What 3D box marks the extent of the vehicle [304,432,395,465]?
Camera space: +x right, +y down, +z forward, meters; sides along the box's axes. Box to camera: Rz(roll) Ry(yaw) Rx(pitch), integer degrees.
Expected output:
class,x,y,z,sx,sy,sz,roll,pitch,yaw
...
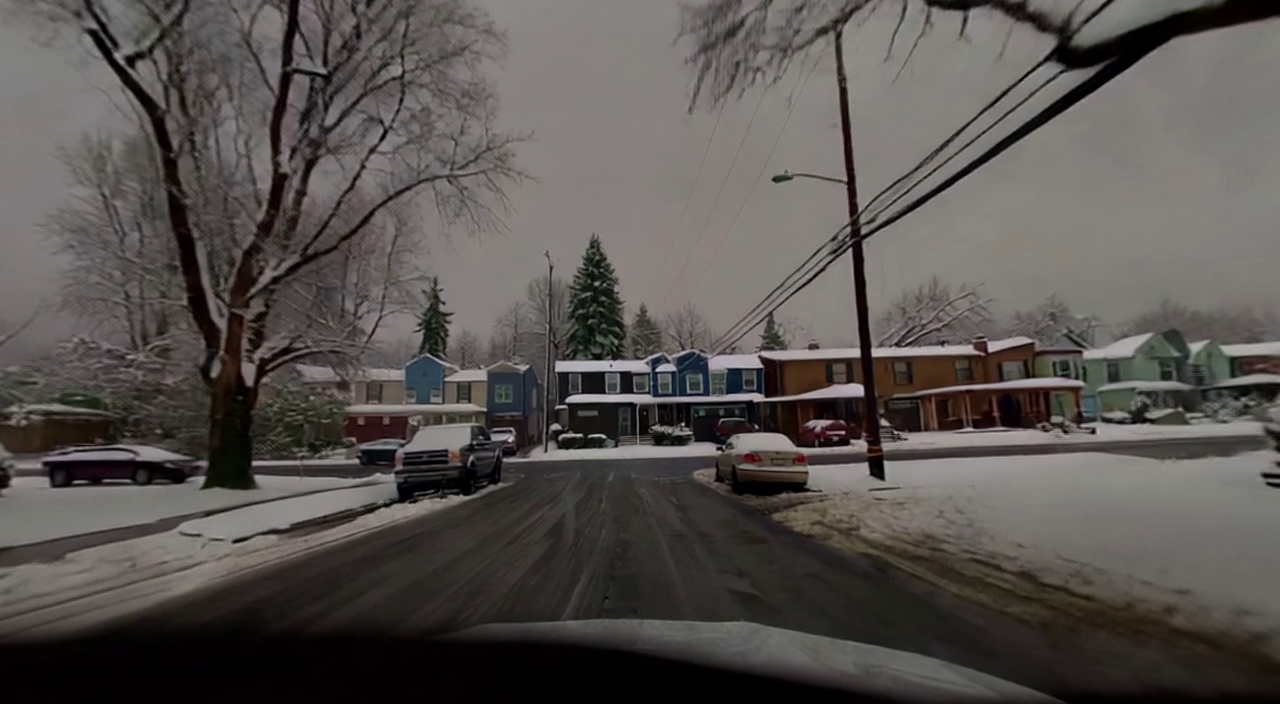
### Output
class,x,y,z,sx,sy,sz,roll,pitch,yaw
vehicle,-17.216,5.726,37.445,4.417,1.703,2.093,-1,-3,1

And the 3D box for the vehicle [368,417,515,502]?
class,x,y,z,sx,sy,sz,roll,pitch,yaw
vehicle,-5.560,3.104,18.881,2.480,2.084,6.353,0,-8,-1

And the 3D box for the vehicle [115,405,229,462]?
class,x,y,z,sx,sy,sz,roll,pitch,yaw
vehicle,-31.358,5.333,42.550,2.473,2.922,6.719,0,1,3

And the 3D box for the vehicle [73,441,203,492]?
class,x,y,z,sx,sy,sz,roll,pitch,yaw
vehicle,-15.932,3.589,20.209,1.563,1.433,3.492,0,-8,-7

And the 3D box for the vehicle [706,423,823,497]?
class,x,y,z,sx,sy,sz,roll,pitch,yaw
vehicle,3.350,3.002,18.055,2.109,1.811,4.886,0,-8,-3
